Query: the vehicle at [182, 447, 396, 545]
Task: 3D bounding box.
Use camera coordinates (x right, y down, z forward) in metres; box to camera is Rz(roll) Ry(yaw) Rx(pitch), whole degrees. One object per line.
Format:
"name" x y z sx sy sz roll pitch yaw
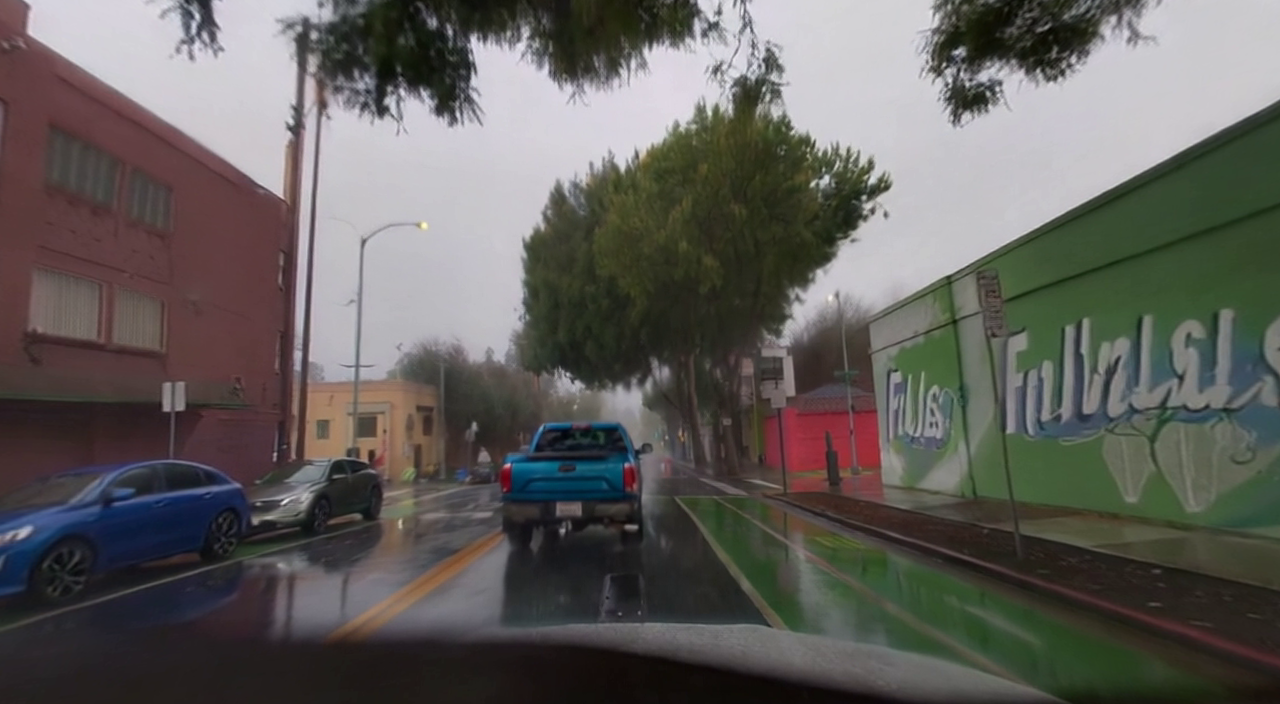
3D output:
"vehicle" -7.422 3.021 14.147 1.884 1.730 5.076 0 -8 0

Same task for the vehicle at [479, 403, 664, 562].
"vehicle" -0.802 1.902 9.957 2.215 1.882 4.611 0 -8 0

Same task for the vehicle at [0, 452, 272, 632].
"vehicle" -7.170 2.228 8.480 1.882 1.686 4.489 0 -8 -2
